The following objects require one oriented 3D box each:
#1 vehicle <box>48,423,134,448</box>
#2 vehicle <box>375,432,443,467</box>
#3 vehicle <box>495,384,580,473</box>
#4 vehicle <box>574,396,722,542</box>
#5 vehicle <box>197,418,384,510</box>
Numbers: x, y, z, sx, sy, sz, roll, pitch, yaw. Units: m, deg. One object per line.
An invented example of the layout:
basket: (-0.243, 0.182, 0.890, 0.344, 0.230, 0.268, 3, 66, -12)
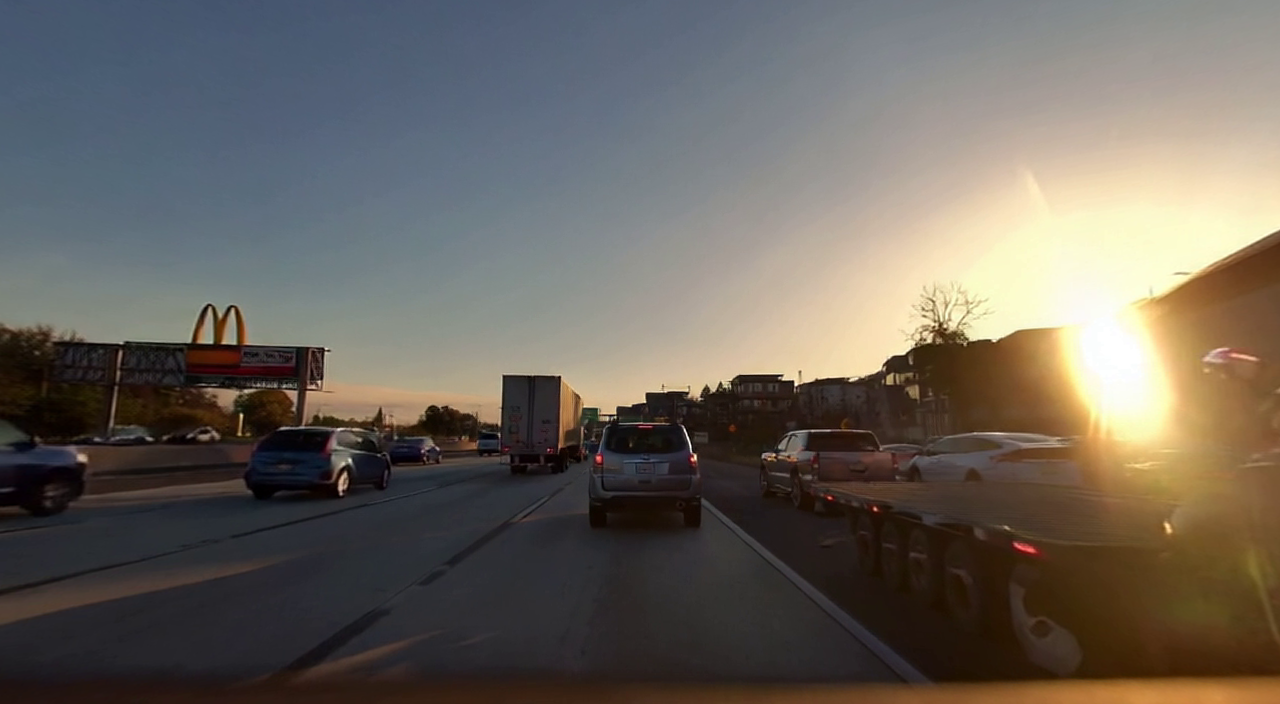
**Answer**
vehicle: (-33.419, 5.136, 38.570, 1.500, 1.465, 4.264, 0, -9, -2)
vehicle: (-12.103, 5.156, 33.412, 1.915, 1.710, 4.670, 0, -9, -2)
vehicle: (-4.473, 3.674, 29.376, 2.814, 3.513, 8.529, 0, -9, -2)
vehicle: (0.064, 1.838, 10.394, 1.947, 1.910, 4.040, 0, -9, -1)
vehicle: (-7.551, 2.461, 14.211, 1.854, 1.740, 4.151, 0, -9, -1)
